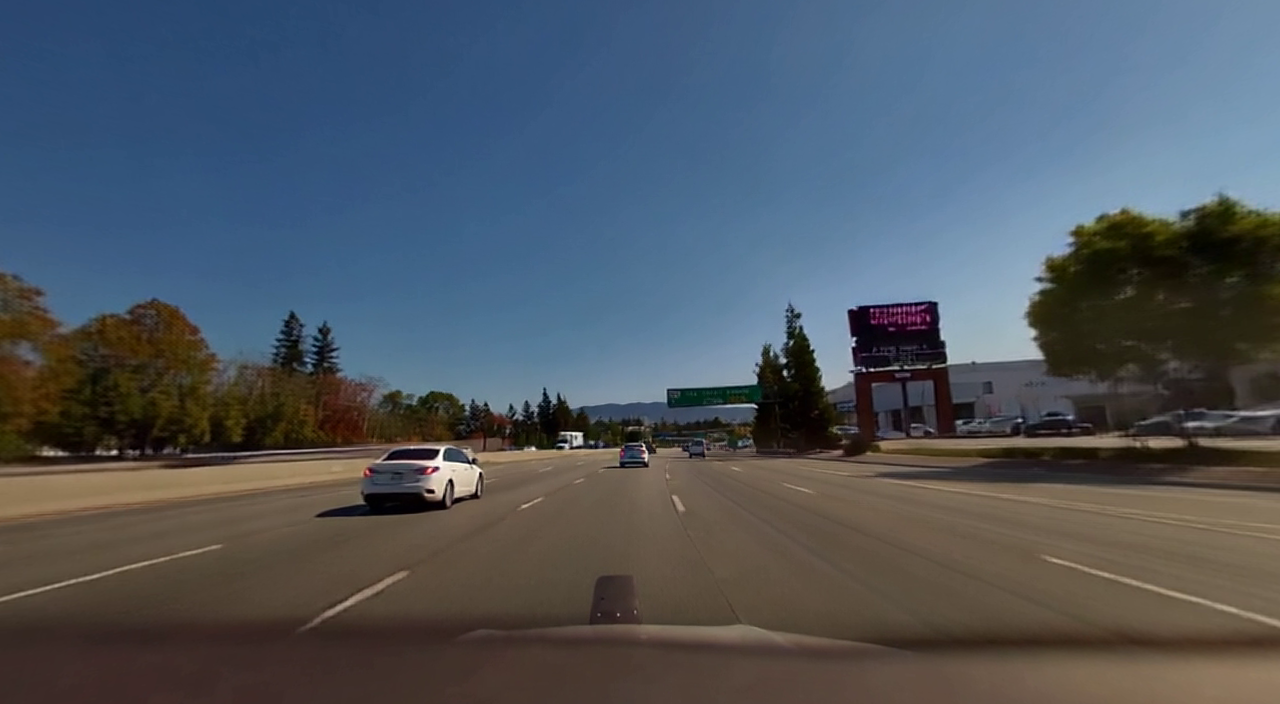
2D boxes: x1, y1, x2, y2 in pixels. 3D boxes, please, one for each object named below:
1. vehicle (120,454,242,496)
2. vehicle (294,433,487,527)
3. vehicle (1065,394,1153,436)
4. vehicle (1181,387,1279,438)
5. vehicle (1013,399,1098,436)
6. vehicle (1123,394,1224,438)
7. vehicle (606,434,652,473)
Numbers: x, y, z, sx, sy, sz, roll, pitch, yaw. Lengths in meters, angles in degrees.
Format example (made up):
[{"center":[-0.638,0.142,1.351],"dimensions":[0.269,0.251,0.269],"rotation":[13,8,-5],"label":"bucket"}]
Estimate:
[{"center":[-18.073,4.829,25.134],"dimensions":[1.822,1.472,3.879],"rotation":[-1,-9,2],"label":"vehicle"},{"center":[-4.569,2.405,12.467],"dimensions":[1.907,1.483,4.562],"rotation":[0,-9,0],"label":"vehicle"},{"center":[21.739,2.990,29.228],"dimensions":[4.418,1.698,2.046],"rotation":[7,-11,-38],"label":"vehicle"},{"center":[22.391,2.346,23.716],"dimensions":[4.353,1.698,2.034],"rotation":[6,-11,-36],"label":"vehicle"},{"center":[21.649,3.473,32.867],"dimensions":[4.431,1.699,2.022],"rotation":[6,-10,-34],"label":"vehicle"},{"center":[22.338,2.712,26.430],"dimensions":[4.068,1.664,1.917],"rotation":[6,-9,-31],"label":"vehicle"},{"center":[-0.503,5.313,33.276],"dimensions":[2.155,1.856,4.796],"rotation":[-1,-9,2],"label":"vehicle"}]
